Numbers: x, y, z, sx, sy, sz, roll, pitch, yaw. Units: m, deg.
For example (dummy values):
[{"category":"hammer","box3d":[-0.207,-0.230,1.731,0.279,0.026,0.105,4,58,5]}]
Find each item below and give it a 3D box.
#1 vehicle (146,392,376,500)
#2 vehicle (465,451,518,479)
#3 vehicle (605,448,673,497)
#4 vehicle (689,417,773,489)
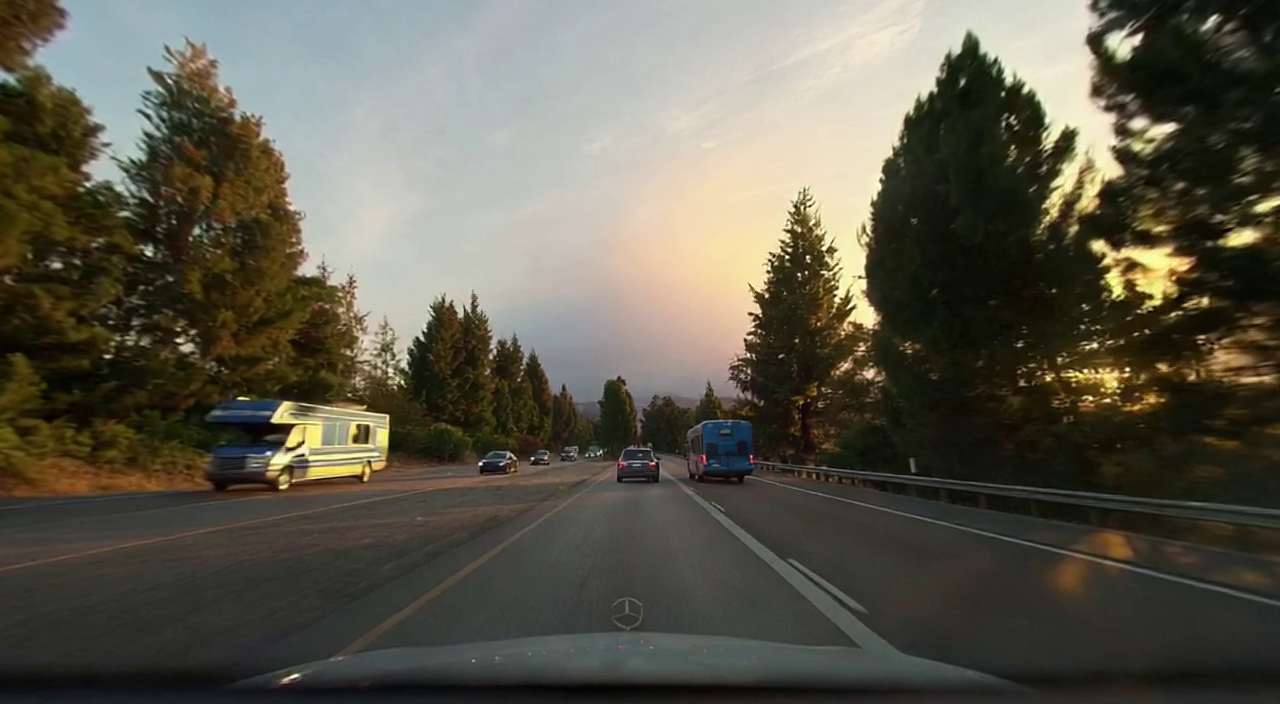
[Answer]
[{"category":"vehicle","box3d":[-11.711,3.098,20.667,2.810,2.856,7.582,0,-9,0]},{"category":"vehicle","box3d":[-7.443,5.683,31.947,1.719,1.342,3.683,-1,-9,1]},{"category":"vehicle","box3d":[-0.033,3.938,20.956,2.037,1.417,3.885,0,-9,0]},{"category":"vehicle","box3d":[3.637,4.237,26.588,2.513,2.633,5.930,0,-9,-1]}]
